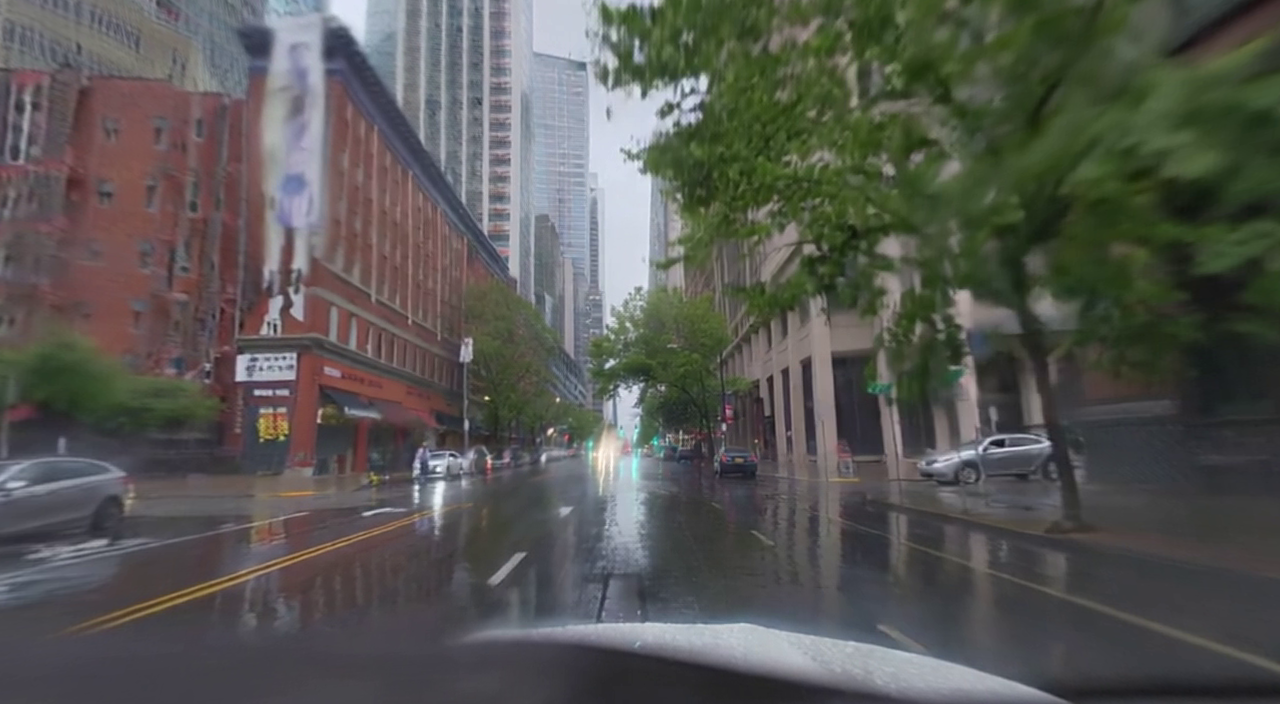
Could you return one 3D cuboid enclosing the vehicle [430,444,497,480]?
[{"bbox_3d":[-11.139,6.963,40.453,2.574,1.922,6.292,-4,-8,-2],"label":"vehicle"}]

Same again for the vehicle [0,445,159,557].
[{"bbox_3d":[-10.912,2.520,10.804,1.977,1.697,4.285,-2,-10,0],"label":"vehicle"}]

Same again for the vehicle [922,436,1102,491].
[{"bbox_3d":[11.541,3.480,19.845,4.380,1.608,1.942,0,-9,0],"label":"vehicle"}]

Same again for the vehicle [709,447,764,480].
[{"bbox_3d":[4.704,5.466,31.320,1.929,1.522,4.543,0,-9,-1],"label":"vehicle"}]

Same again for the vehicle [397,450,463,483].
[{"bbox_3d":[-11.299,6.171,34.317,1.992,1.629,4.773,0,-9,-1],"label":"vehicle"}]
